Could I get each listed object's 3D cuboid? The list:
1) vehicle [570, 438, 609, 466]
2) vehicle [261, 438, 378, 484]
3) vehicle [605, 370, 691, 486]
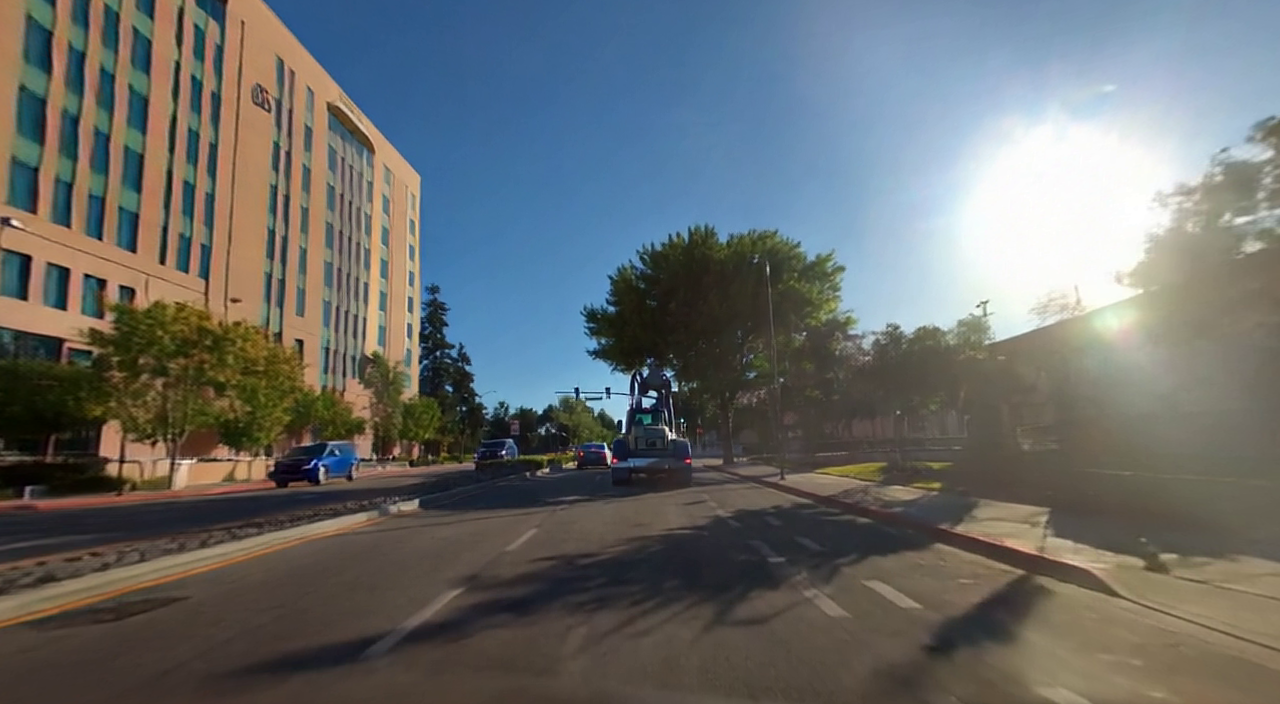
[{"bbox_3d":[-3.157,6.347,40.088,2.081,1.688,4.235,0,-9,0],"label":"vehicle"},{"bbox_3d":[-14.969,5.127,30.037,2.225,1.946,6.187,0,-9,1],"label":"vehicle"},{"bbox_3d":[0.210,3.086,24.462,2.552,3.461,11.044,-1,-8,0],"label":"vehicle"}]
